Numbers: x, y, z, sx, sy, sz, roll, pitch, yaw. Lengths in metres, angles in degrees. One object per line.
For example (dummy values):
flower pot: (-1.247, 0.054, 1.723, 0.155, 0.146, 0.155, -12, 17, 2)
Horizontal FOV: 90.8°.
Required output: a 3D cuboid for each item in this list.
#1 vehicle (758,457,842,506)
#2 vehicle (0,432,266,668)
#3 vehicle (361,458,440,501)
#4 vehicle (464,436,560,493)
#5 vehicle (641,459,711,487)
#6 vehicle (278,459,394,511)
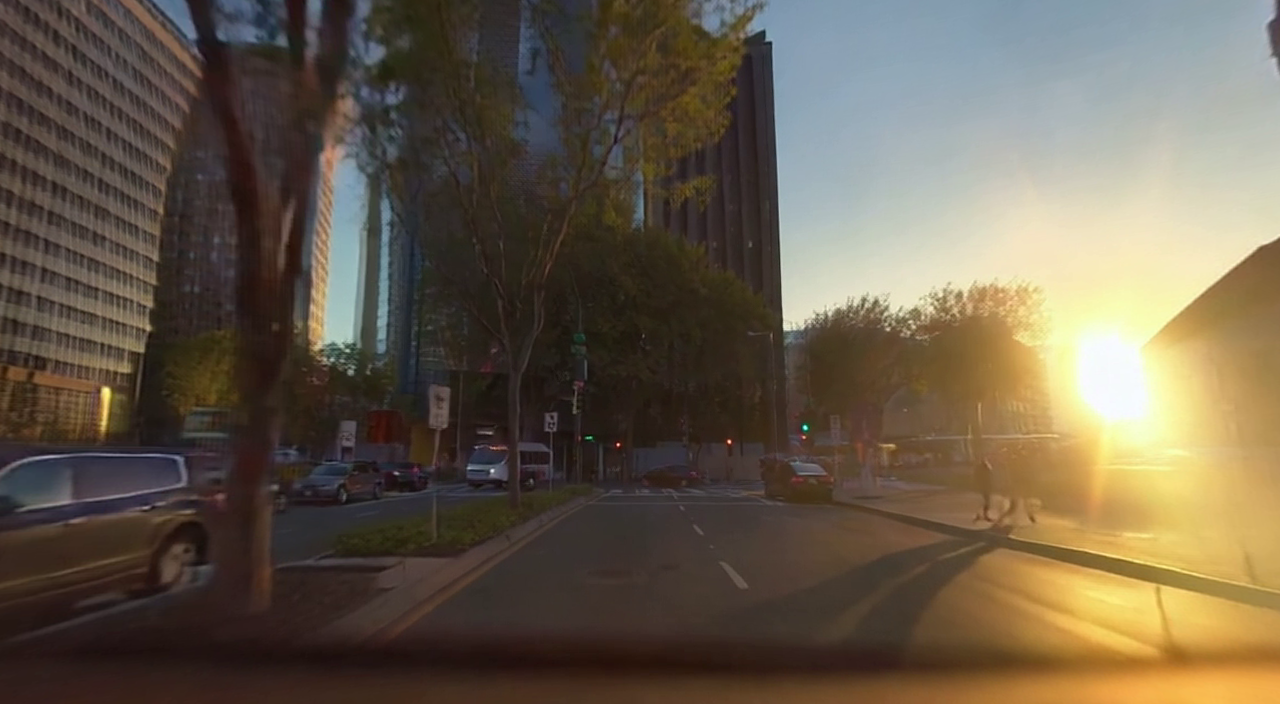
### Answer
vehicle: (5.810, 4.753, 23.588, 1.888, 1.536, 4.381, 0, -8, -2)
vehicle: (-5.125, 1.409, 4.905, 1.914, 1.530, 3.980, 0, -8, 1)
vehicle: (-10.982, 5.853, 29.309, 1.908, 1.721, 4.285, 0, -8, 1)
vehicle: (-7.195, 6.404, 36.506, 2.591, 2.910, 6.652, -2, -9, 16)
vehicle: (2.603, 8.828, 46.053, 4.742, 1.906, 1.933, 2, -9, -9)
vehicle: (-11.060, 4.845, 23.428, 1.968, 1.608, 4.609, 0, -8, 1)
